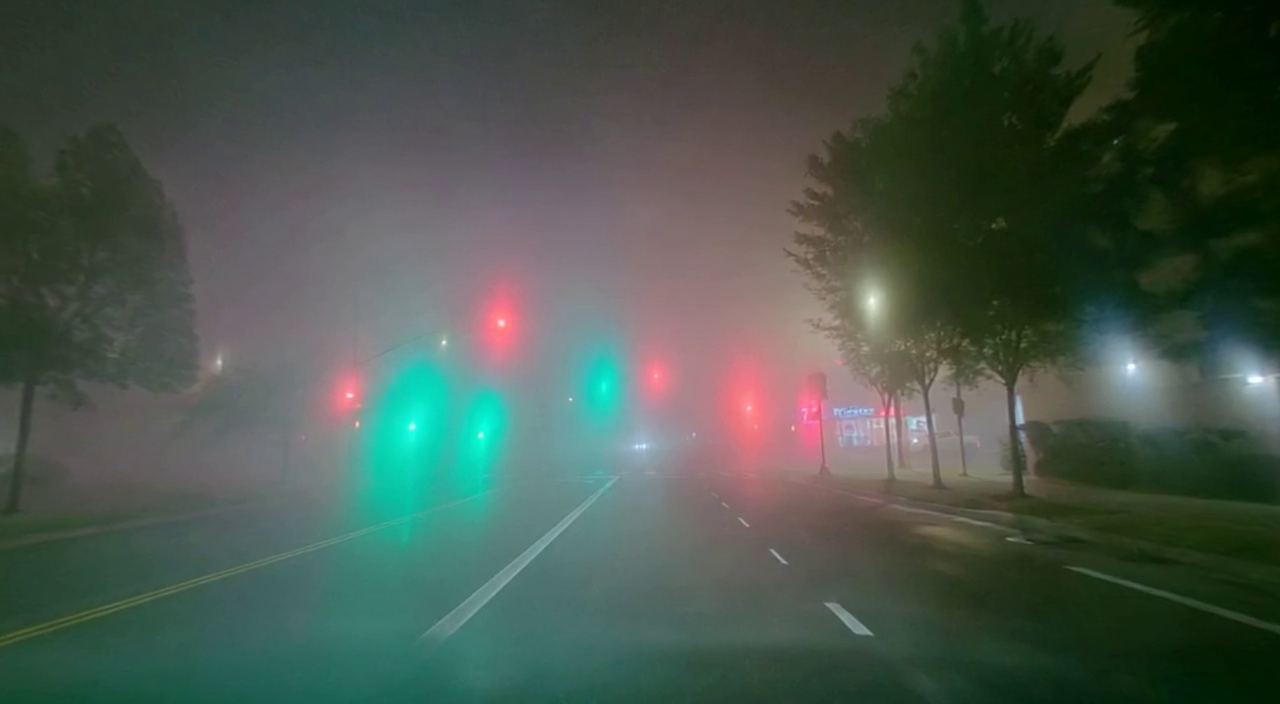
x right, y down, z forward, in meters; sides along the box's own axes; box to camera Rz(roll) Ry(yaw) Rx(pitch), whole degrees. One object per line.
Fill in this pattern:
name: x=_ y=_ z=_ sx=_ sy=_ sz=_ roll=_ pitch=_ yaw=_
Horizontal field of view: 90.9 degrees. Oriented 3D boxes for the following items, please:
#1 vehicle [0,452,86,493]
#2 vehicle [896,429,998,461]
vehicle: x=-31.586 y=6.098 z=32.057 sx=4.674 sy=1.959 sz=2.265 roll=-1 pitch=-8 yaw=2
vehicle: x=17.639 y=5.370 z=36.420 sx=4.836 sy=1.795 sz=1.957 roll=0 pitch=-8 yaw=1
